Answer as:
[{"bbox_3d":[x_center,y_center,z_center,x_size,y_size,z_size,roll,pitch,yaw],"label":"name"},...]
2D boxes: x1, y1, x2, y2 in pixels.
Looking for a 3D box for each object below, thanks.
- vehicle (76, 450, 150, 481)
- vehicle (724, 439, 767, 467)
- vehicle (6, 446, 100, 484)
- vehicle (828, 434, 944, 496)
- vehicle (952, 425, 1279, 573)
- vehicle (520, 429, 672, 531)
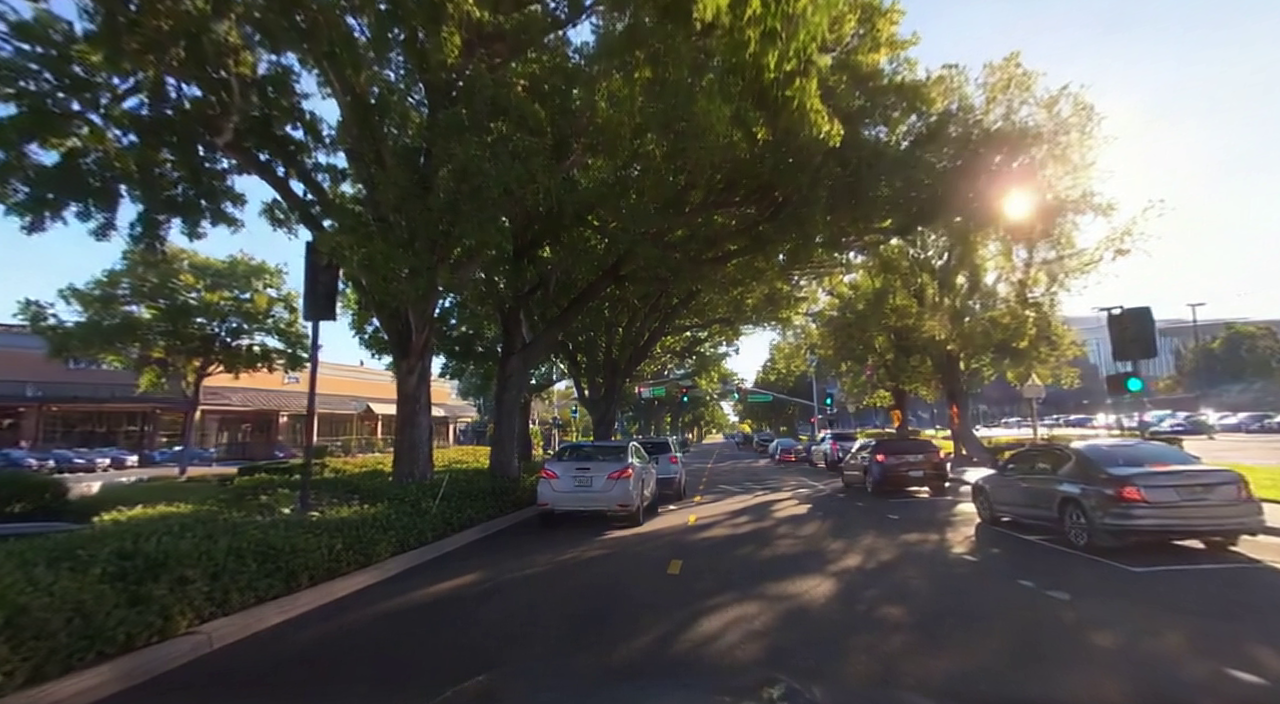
[{"bbox_3d":[-25.868,5.526,30.962,3.527,1.390,1.681,-5,-10,32],"label":"vehicle"},{"bbox_3d":[5.906,5.677,35.801,2.095,1.473,4.301,-1,-8,6],"label":"vehicle"},{"bbox_3d":[-26.462,5.024,28.463,4.127,1.583,1.978,-5,-10,32],"label":"vehicle"},{"bbox_3d":[6.677,3.082,17.713,1.910,1.493,4.490,-1,-8,7],"label":"vehicle"},{"bbox_3d":[6.169,1.819,8.690,1.857,1.483,4.430,-1,-8,6],"label":"vehicle"},{"bbox_3d":[-0.565,2.220,11.600,1.968,1.497,4.286,-1,-8,7],"label":"vehicle"}]
